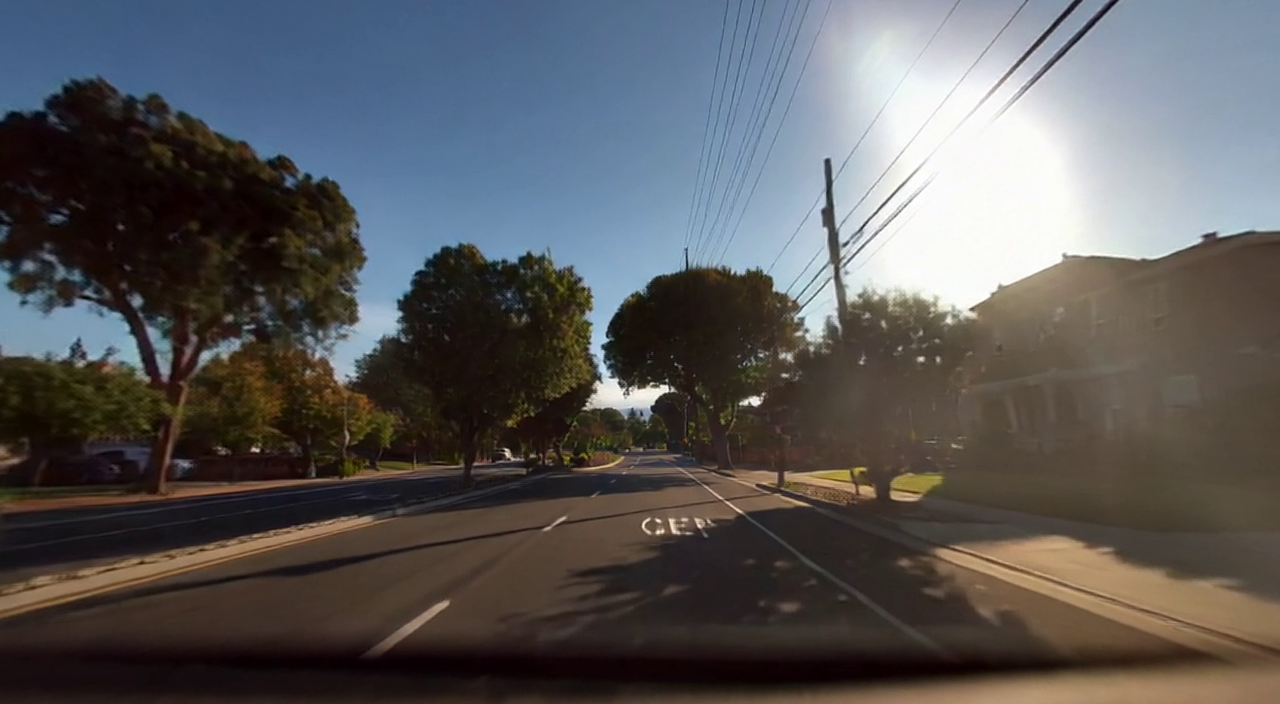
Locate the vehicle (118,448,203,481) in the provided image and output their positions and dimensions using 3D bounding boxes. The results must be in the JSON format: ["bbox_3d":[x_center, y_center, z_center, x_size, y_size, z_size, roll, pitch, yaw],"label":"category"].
[{"bbox_3d":[-29.021,6.787,38.404,2.100,1.845,4.793,2,-8,-11],"label":"vehicle"}]

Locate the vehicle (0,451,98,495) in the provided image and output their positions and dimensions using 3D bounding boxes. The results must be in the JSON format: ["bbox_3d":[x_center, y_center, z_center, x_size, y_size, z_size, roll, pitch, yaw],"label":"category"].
[{"bbox_3d":[-26.632,5.193,27.436,1.921,1.695,4.550,0,-8,3],"label":"vehicle"}]
